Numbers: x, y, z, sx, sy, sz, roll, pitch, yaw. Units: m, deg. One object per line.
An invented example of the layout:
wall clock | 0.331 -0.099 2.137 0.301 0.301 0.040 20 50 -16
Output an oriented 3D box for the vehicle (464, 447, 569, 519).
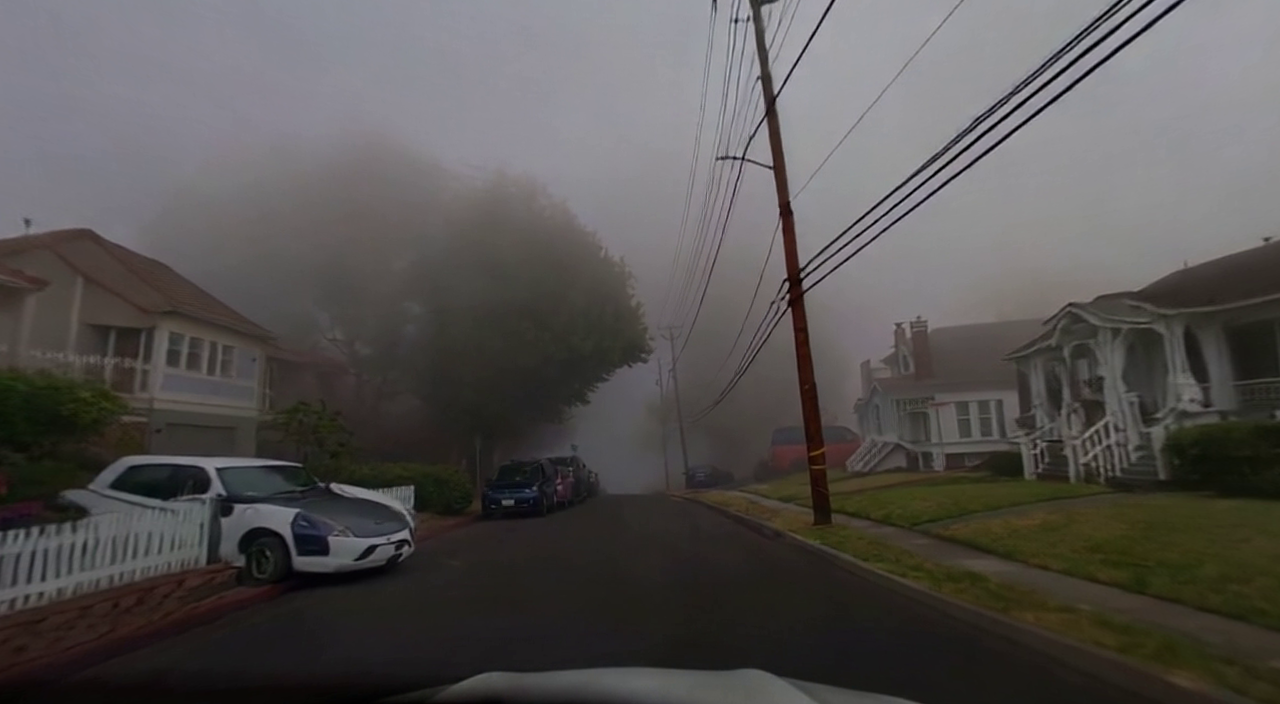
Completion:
vehicle | -3.067 3.336 16.761 2.081 1.589 4.691 0 -9 -3

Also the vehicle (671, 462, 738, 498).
vehicle | 3.136 6.187 30.739 3.005 1.535 4.025 -1 -9 6

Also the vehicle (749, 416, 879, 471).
vehicle | 6.421 3.419 23.717 4.249 1.905 1.904 0 -8 -3

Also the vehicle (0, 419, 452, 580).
vehicle | -4.983 1.808 7.782 4.537 1.595 2.471 1 -13 -2
